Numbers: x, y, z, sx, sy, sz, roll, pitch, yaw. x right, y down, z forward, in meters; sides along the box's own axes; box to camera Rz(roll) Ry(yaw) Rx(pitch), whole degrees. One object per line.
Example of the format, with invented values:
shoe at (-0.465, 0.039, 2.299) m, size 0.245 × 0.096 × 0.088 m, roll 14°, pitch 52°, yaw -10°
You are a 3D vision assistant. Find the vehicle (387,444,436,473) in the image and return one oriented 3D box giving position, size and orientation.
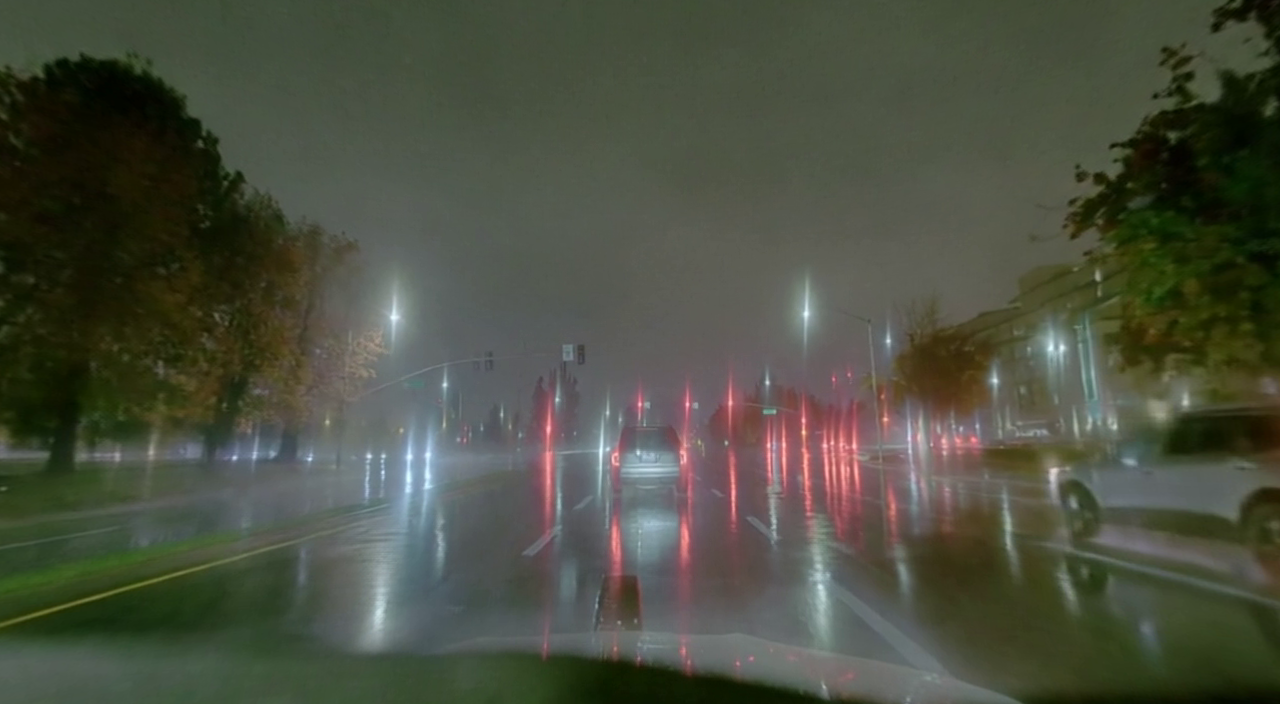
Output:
vehicle at (-13.951, 6.425, 38.481) m, size 2.209 × 1.627 × 4.582 m, roll 4°, pitch -10°, yaw -26°

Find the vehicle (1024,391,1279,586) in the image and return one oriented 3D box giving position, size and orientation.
vehicle at (6.908, 1.438, 7.087) m, size 2.447 × 1.707 × 4.396 m, roll 0°, pitch -9°, yaw 1°

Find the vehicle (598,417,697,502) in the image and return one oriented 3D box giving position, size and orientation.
vehicle at (0.224, 2.845, 16.982) m, size 2.267 × 1.926 × 4.708 m, roll 0°, pitch -9°, yaw 1°
